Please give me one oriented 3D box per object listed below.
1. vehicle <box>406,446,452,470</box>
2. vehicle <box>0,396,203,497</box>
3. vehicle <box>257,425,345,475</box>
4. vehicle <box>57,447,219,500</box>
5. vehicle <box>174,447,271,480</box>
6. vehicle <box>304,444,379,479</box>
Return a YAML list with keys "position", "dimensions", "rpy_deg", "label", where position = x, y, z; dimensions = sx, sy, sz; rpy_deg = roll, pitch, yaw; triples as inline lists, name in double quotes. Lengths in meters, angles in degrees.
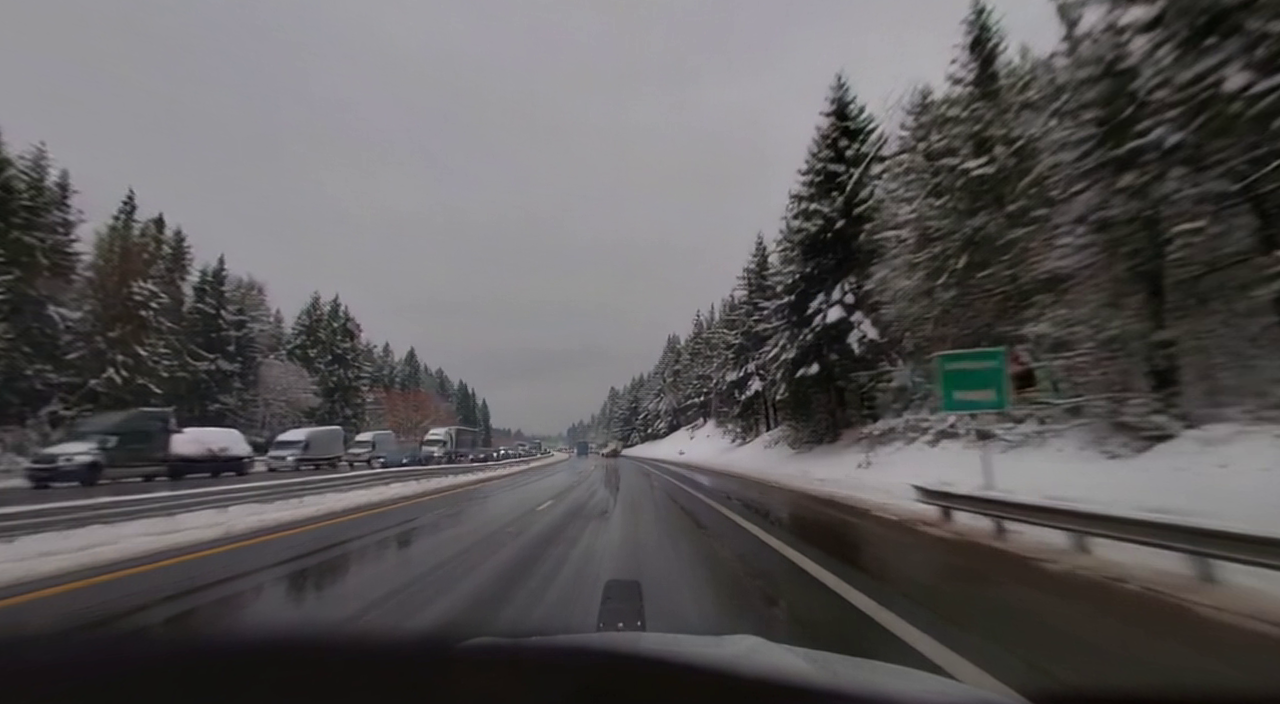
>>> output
- position: [-15.861, 7.988, 47.595]
  dimensions: [1.953, 1.662, 4.536]
  rpy_deg: [0, -9, 0]
  label: "vehicle"
- position: [-20.860, 3.644, 24.754]
  dimensions: [2.624, 3.302, 6.257]
  rpy_deg: [3, -8, 1]
  label: "vehicle"
- position: [-20.911, 6.112, 39.266]
  dimensions: [2.249, 2.817, 5.913]
  rpy_deg: [0, -9, -1]
  label: "vehicle"
- position: [-16.183, 3.913, 20.672]
  dimensions: [1.842, 1.521, 4.264]
  rpy_deg: [0, -9, -1]
  label: "vehicle"
- position: [-21.013, 5.625, 31.992]
  dimensions: [1.949, 1.539, 4.422]
  rpy_deg: [0, -9, -1]
  label: "vehicle"
- position: [-16.099, 5.908, 34.253]
  dimensions: [1.962, 1.714, 4.445]
  rpy_deg: [-1, -9, -1]
  label: "vehicle"
